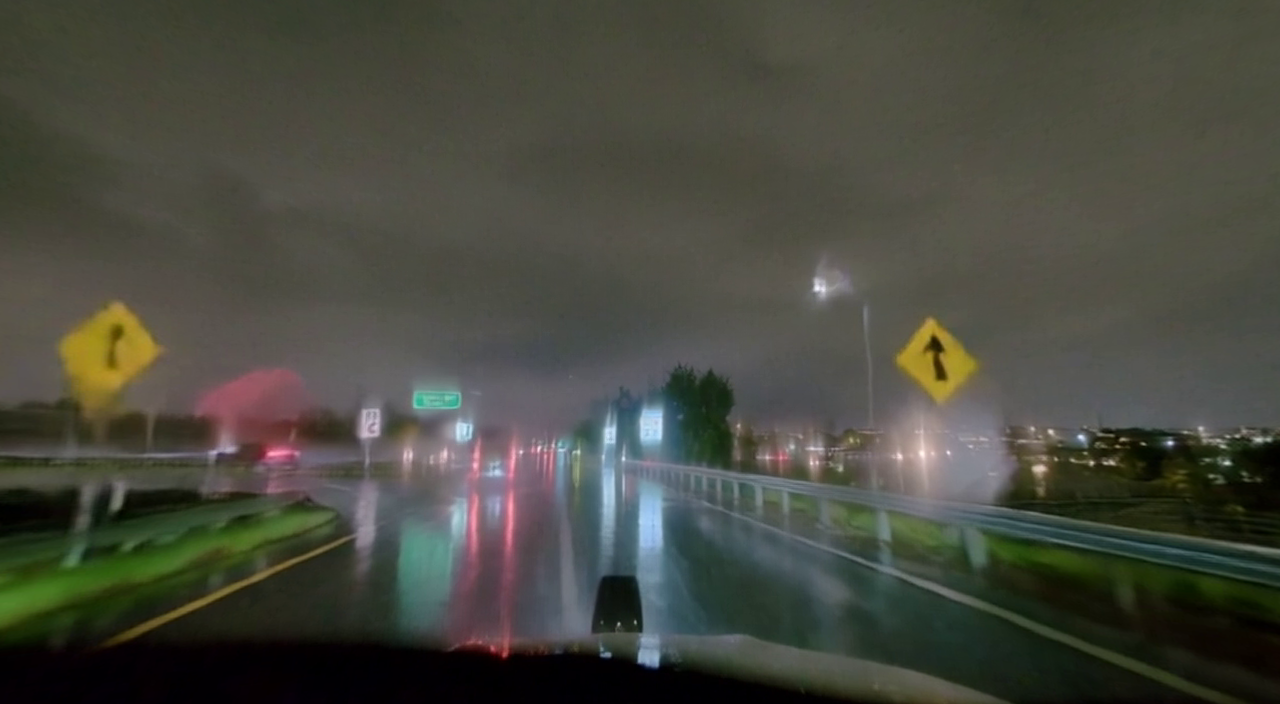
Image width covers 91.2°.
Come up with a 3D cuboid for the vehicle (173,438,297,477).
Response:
[{"bbox_3d":[-17.033,4.431,26.406,4.278,1.505,2.018,-3,-9,18],"label":"vehicle"}]

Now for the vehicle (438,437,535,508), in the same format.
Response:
[{"bbox_3d":[-3.779,2.888,15.473,2.006,1.486,3.950,2,-9,-14],"label":"vehicle"}]
